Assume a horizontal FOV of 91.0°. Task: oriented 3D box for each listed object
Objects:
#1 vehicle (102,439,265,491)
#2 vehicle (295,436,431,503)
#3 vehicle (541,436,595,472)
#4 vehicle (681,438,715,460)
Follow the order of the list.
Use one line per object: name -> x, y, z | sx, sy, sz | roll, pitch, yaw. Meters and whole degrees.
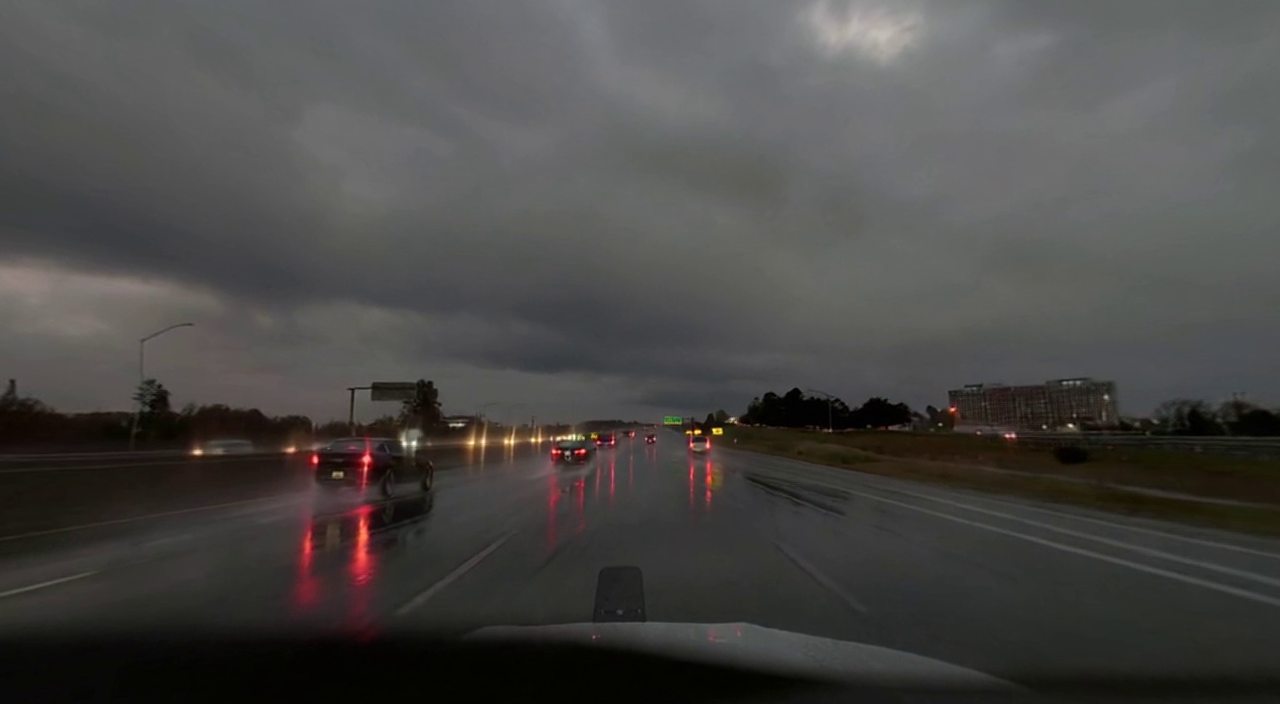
vehicle -> -15.445, 3.832, 21.729 | 1.928, 1.549, 4.799 | 0, -9, 2
vehicle -> -7.058, 3.017, 16.514 | 1.865, 1.518, 3.620 | 0, -9, 1
vehicle -> -3.341, 4.856, 30.114 | 2.001, 1.577, 4.055 | 0, -9, 1
vehicle -> 4.254, 7.252, 46.903 | 2.135, 1.532, 4.506 | 0, -9, 0
